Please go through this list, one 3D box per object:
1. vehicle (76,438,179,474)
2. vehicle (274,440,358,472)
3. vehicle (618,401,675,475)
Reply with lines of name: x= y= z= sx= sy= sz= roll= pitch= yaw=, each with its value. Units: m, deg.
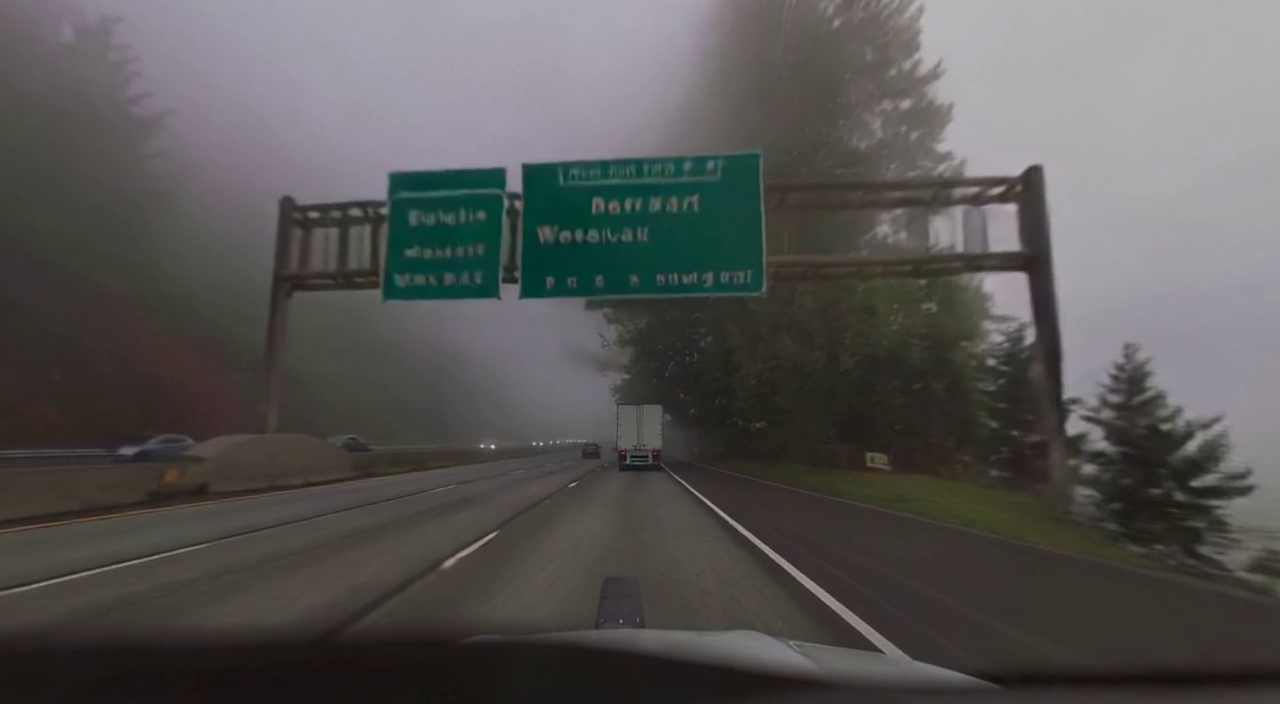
vehicle: x=-22.750 y=4.639 z=28.178 sx=1.681 sy=1.456 sz=3.484 roll=0 pitch=-9 yaw=-1
vehicle: x=-16.465 y=5.326 z=32.350 sx=1.897 sy=1.491 sz=4.483 roll=0 pitch=-9 yaw=0
vehicle: x=0.209 y=5.438 z=38.883 sx=2.976 sy=3.800 sz=12.335 roll=0 pitch=-9 yaw=-1
